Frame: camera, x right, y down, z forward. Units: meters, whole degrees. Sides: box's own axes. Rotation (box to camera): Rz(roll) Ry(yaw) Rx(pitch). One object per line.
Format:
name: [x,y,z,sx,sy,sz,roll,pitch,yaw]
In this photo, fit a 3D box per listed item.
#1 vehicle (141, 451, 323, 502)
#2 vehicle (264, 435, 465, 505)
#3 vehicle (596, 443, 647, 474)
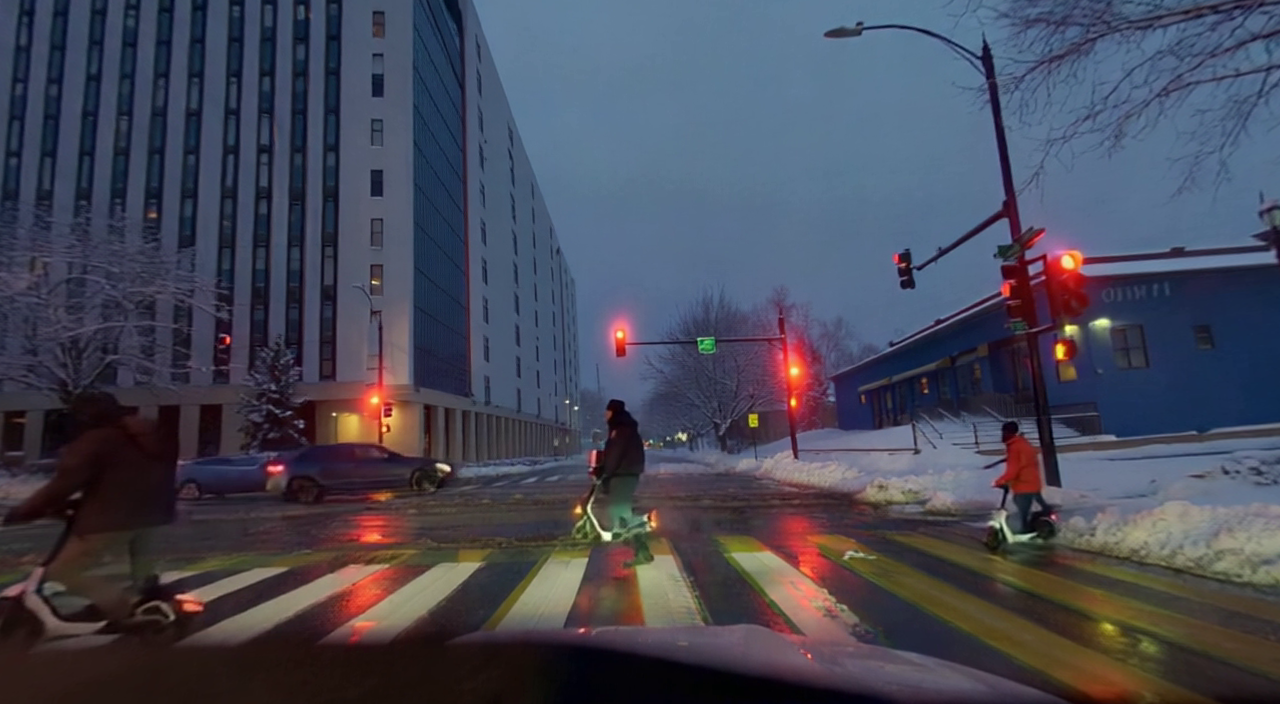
vehicle: [-13.101,3.992,20.643,4.485,1.463,2.075,2,-9,-15]
vehicle: [-7.494,3.207,17.656,4.802,1.724,2.122,3,-9,-21]
vehicle: [-0.980,6.080,36.379,2.051,1.616,4.641,-2,-9,10]
